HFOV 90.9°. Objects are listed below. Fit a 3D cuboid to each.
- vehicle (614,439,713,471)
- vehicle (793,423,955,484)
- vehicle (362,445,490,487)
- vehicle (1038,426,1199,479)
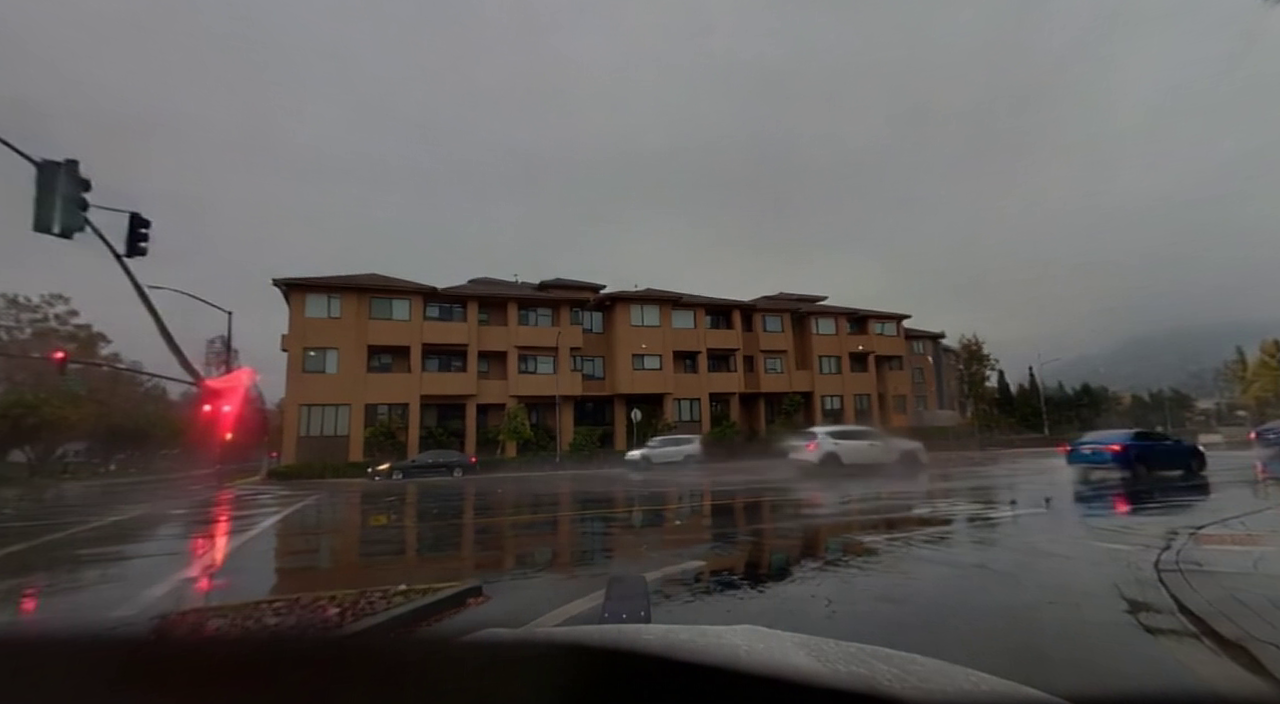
[{"bbox_3d":[1.237,5.258,32.409,4.751,1.487,1.888,4,-9,-26],"label":"vehicle"},{"bbox_3d":[7.291,3.135,19.665,4.683,1.678,1.981,4,-9,-26],"label":"vehicle"},{"bbox_3d":[-8.013,4.232,23.698,4.289,1.415,1.774,4,-9,-27],"label":"vehicle"},{"bbox_3d":[14.517,3.022,19.122,4.521,1.433,1.943,4,-9,-26],"label":"vehicle"}]
